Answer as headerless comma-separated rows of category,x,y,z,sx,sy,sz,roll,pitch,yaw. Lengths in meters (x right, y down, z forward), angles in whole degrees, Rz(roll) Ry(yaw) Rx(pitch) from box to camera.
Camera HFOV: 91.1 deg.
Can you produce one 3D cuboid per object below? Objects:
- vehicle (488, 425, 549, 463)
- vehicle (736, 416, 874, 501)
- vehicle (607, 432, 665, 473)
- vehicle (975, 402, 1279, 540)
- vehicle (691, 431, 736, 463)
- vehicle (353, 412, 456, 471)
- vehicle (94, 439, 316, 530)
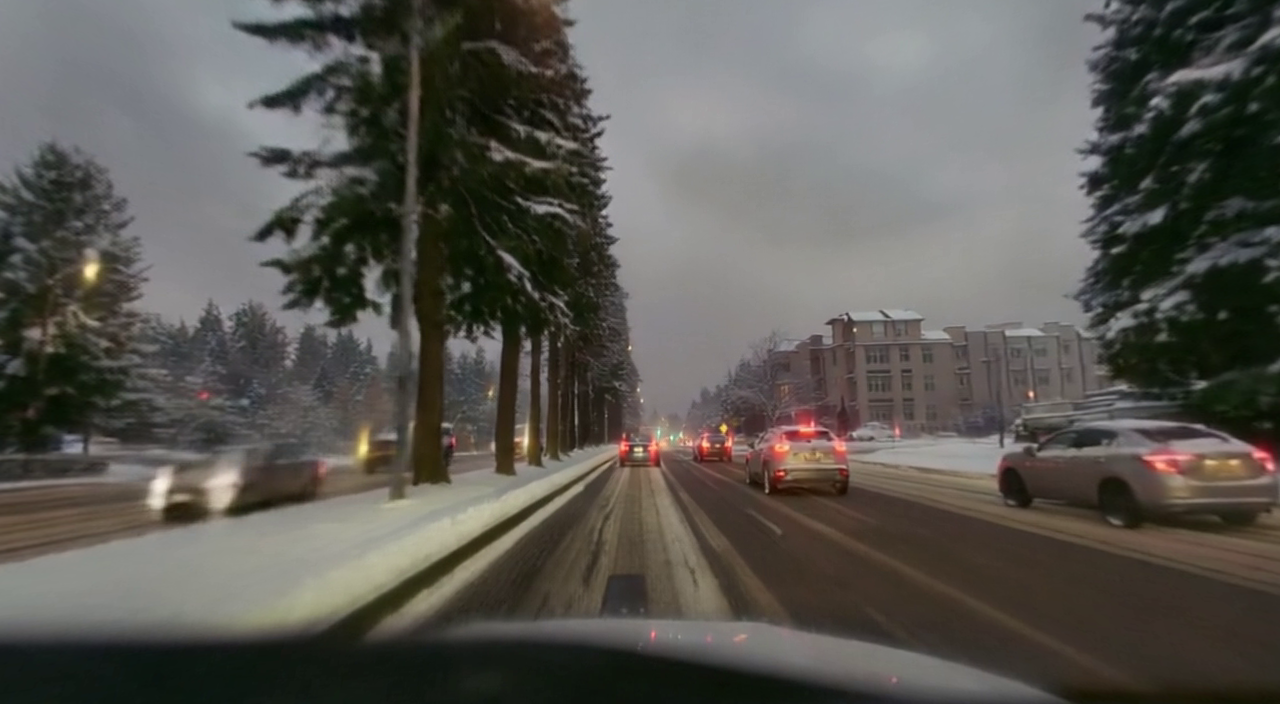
vehicle,-7.475,5.757,39.195,2.469,2.200,5.517,0,-9,3
vehicle,3.709,2.499,15.024,2.130,1.718,4.310,0,-8,0
vehicle,-0.129,4.004,25.095,2.111,1.506,4.018,0,-8,1
vehicle,7.619,1.815,10.110,2.008,1.714,4.407,0,-9,1
vehicle,4.093,5.384,35.717,1.982,1.709,4.427,0,-8,0
vehicle,-11.025,4.306,30.046,2.585,2.507,5.743,0,-9,1
vehicle,-7.982,2.418,11.999,1.617,1.448,3.609,0,-9,0
